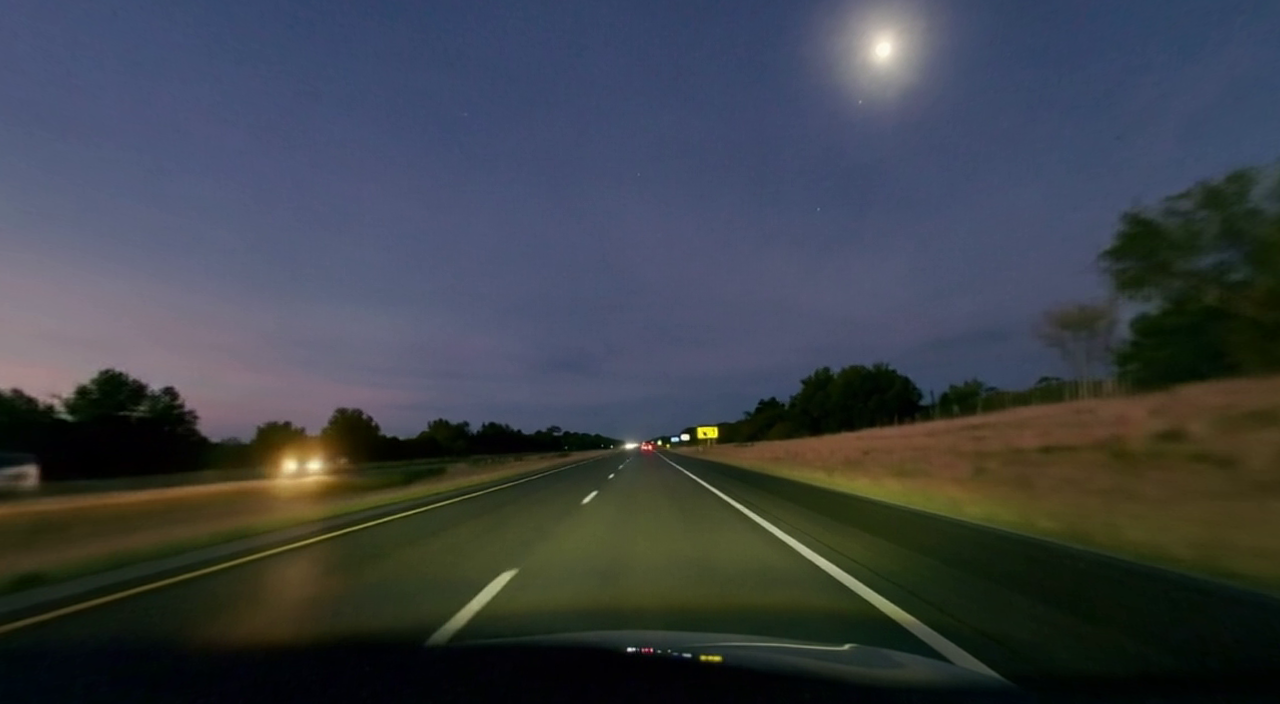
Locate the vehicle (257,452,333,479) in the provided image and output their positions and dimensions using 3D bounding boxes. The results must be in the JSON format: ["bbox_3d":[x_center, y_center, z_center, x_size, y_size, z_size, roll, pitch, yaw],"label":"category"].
[{"bbox_3d":[-20.518,6.741,37.748,1.851,1.476,4.698,0,-8,0],"label":"vehicle"}]
